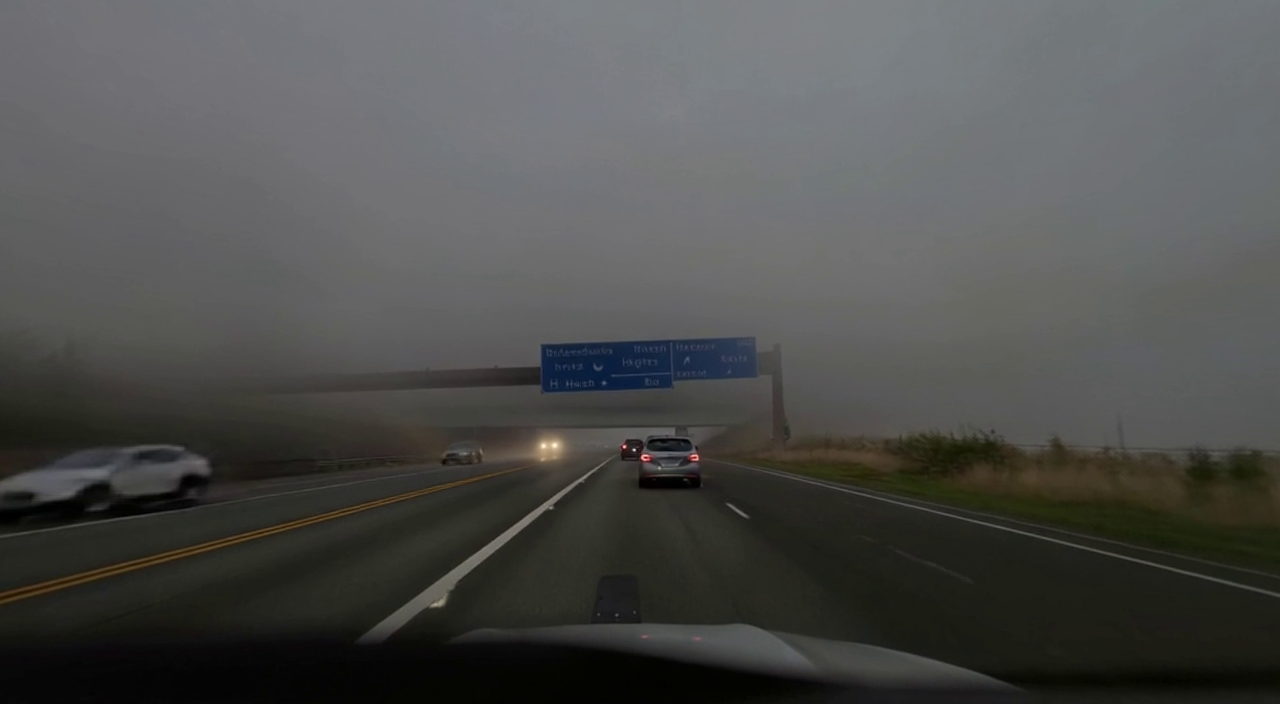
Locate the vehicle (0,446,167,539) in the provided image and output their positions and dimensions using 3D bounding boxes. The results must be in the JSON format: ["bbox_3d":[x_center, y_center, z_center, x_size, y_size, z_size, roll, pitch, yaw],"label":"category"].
[{"bbox_3d":[-11.385,2.504,11.608,1.925,1.458,4.438,0,-8,-1],"label":"vehicle"}]

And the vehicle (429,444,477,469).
[{"bbox_3d":[-12.069,6.720,40.872,1.943,1.495,3.933,-1,-8,0],"label":"vehicle"}]

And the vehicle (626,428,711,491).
[{"bbox_3d":[0.717,3.145,18.793,2.092,1.636,4.024,0,-8,-4],"label":"vehicle"}]
